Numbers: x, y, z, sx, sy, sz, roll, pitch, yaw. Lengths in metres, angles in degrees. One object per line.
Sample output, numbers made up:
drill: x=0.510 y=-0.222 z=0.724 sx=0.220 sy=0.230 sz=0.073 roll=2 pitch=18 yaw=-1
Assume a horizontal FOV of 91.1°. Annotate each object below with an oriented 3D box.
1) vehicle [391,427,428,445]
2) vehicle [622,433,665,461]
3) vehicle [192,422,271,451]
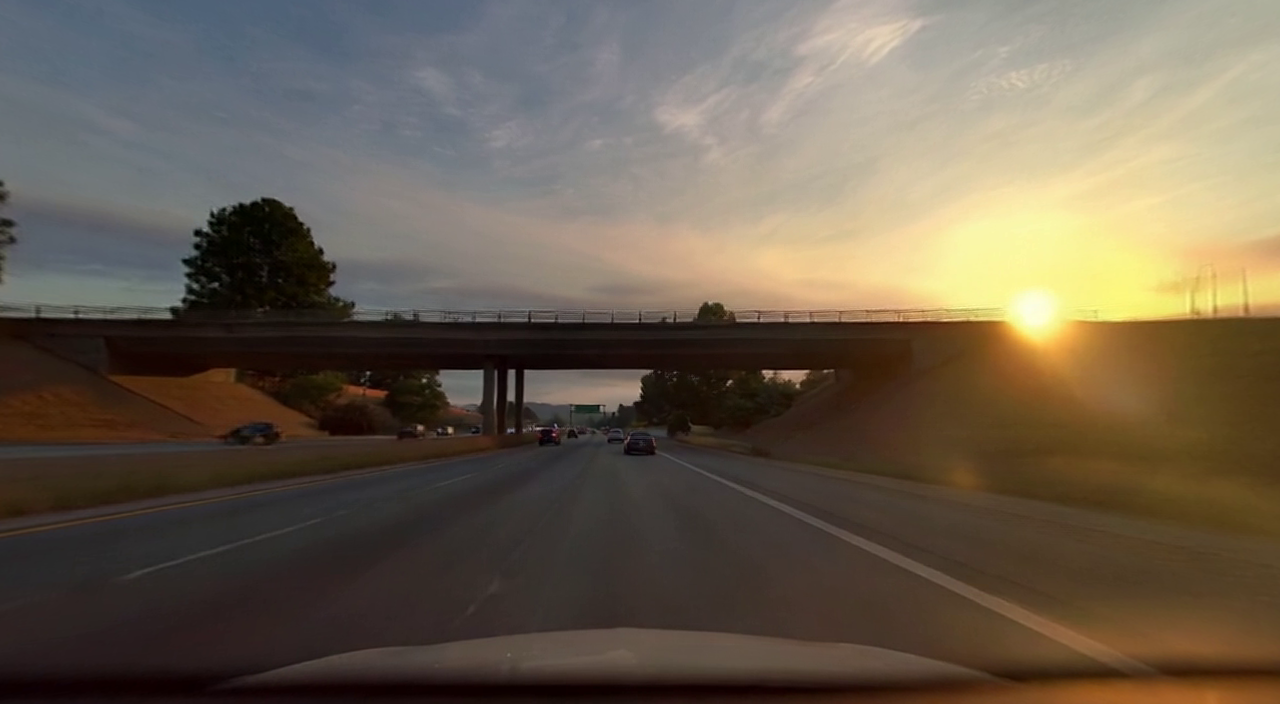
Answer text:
vehicle: x=-17.773 y=6.480 z=48.557 sx=1.622 sy=1.361 sz=3.497 roll=0 pitch=-8 yaw=-2
vehicle: x=0.091 y=4.809 z=32.174 sx=1.999 sy=1.329 sz=3.913 roll=0 pitch=-8 yaw=-3
vehicle: x=-21.287 y=4.419 z=32.932 sx=1.746 sy=1.401 sz=3.823 roll=1 pitch=-8 yaw=-4
